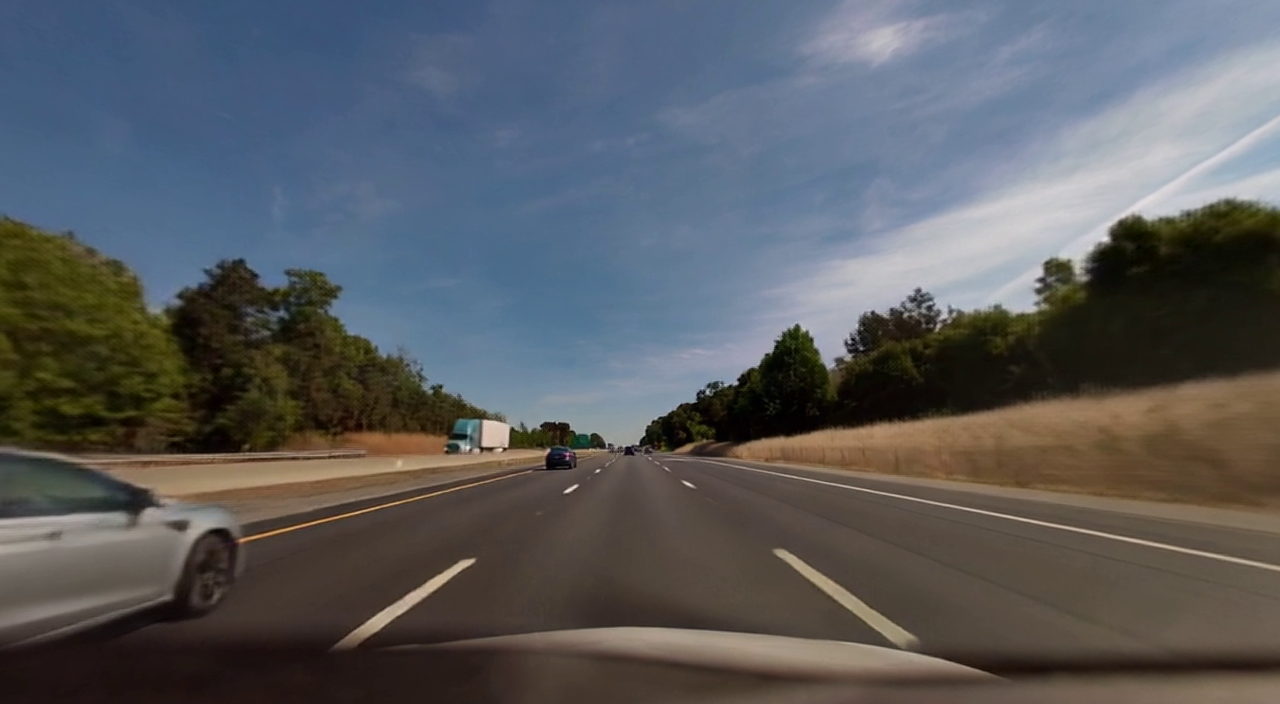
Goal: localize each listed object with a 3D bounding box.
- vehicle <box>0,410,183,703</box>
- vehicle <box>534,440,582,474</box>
[{"bbox_3d":[-4.174,0.898,2.093,2.018,1.497,4.399,0,-9,-1],"label":"vehicle"},{"bbox_3d":[-4.464,5.797,34.932,2.111,1.717,4.426,0,-9,0],"label":"vehicle"}]
